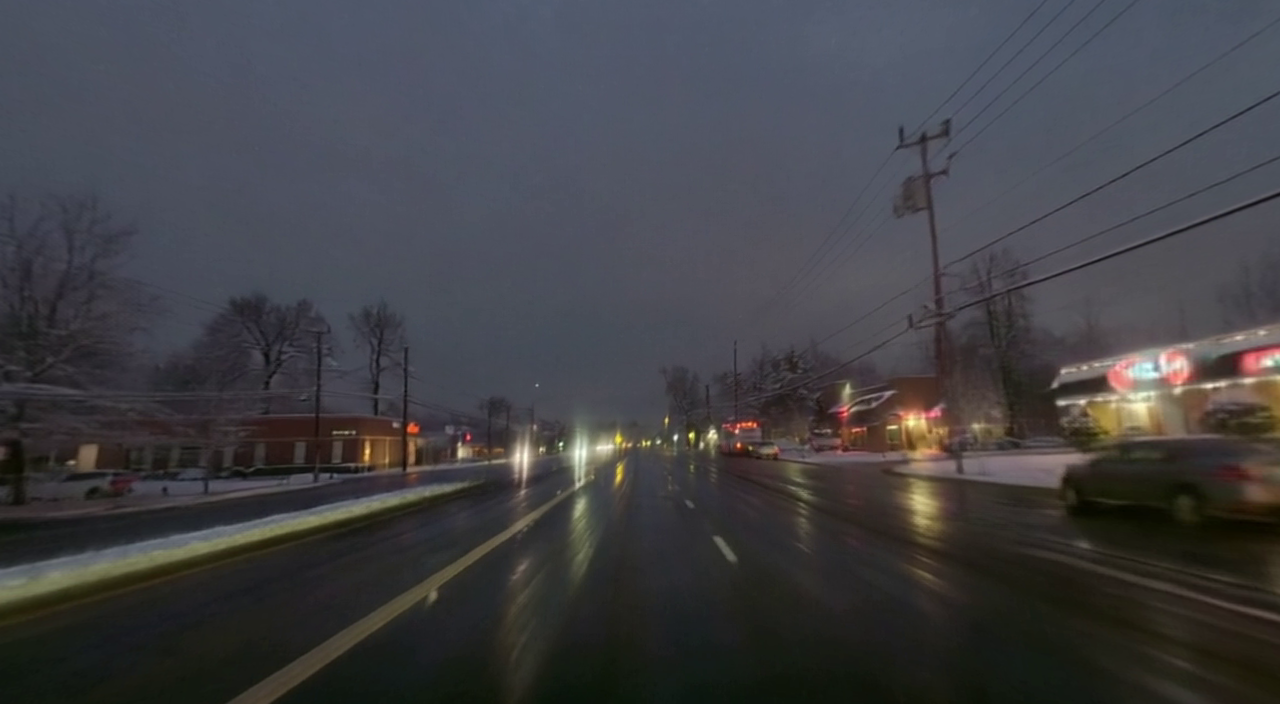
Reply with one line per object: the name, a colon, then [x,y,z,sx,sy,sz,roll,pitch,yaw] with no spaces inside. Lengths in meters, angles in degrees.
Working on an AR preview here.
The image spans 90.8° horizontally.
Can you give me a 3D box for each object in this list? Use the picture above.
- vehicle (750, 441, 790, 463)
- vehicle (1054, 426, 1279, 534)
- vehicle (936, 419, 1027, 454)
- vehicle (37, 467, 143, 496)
vehicle: [10.196,7.834,49.775,2.085,1.630,4.403,0,-8,-2]
vehicle: [10.142,2.207,11.590,1.886,1.556,4.513,0,-8,-2]
vehicle: [23.176,5.807,43.312,2.529,2.138,6.511,-1,-7,-1]
vehicle: [-35.230,8.306,40.659,4.654,1.648,1.915,3,-9,-21]
